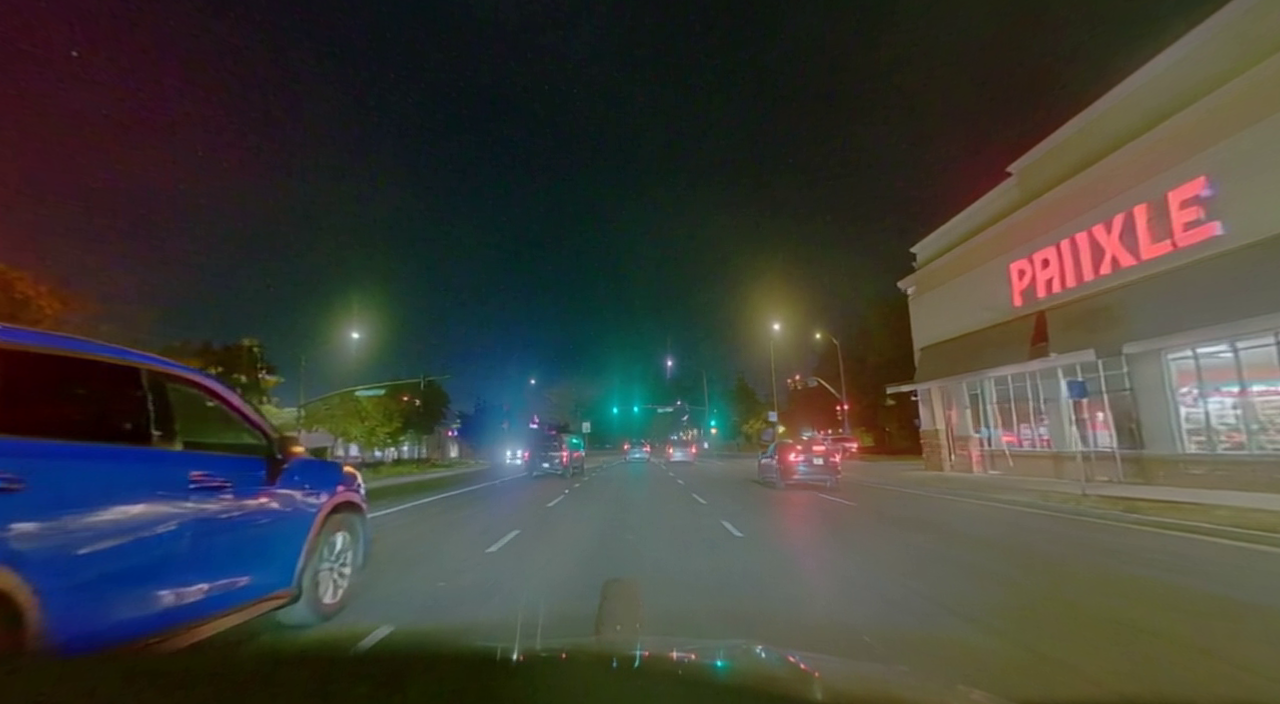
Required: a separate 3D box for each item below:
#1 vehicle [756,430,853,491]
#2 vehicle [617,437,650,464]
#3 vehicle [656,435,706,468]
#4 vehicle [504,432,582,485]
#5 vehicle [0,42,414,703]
[{"bbox_3d":[4.831,3.258,19.203,1.869,1.646,4.166,0,-9,1],"label":"vehicle"},{"bbox_3d":[-0.463,6.823,43.709,2.130,1.725,4.223,0,-9,-1],"label":"vehicle"},{"bbox_3d":[2.503,5.880,37.517,2.209,1.806,4.689,-2,-9,13],"label":"vehicle"},{"bbox_3d":[-3.349,3.791,22.712,2.030,1.724,4.365,0,-9,1],"label":"vehicle"},{"bbox_3d":[-3.555,0.429,3.350,2.443,2.784,5.862,0,-9,1],"label":"vehicle"}]
